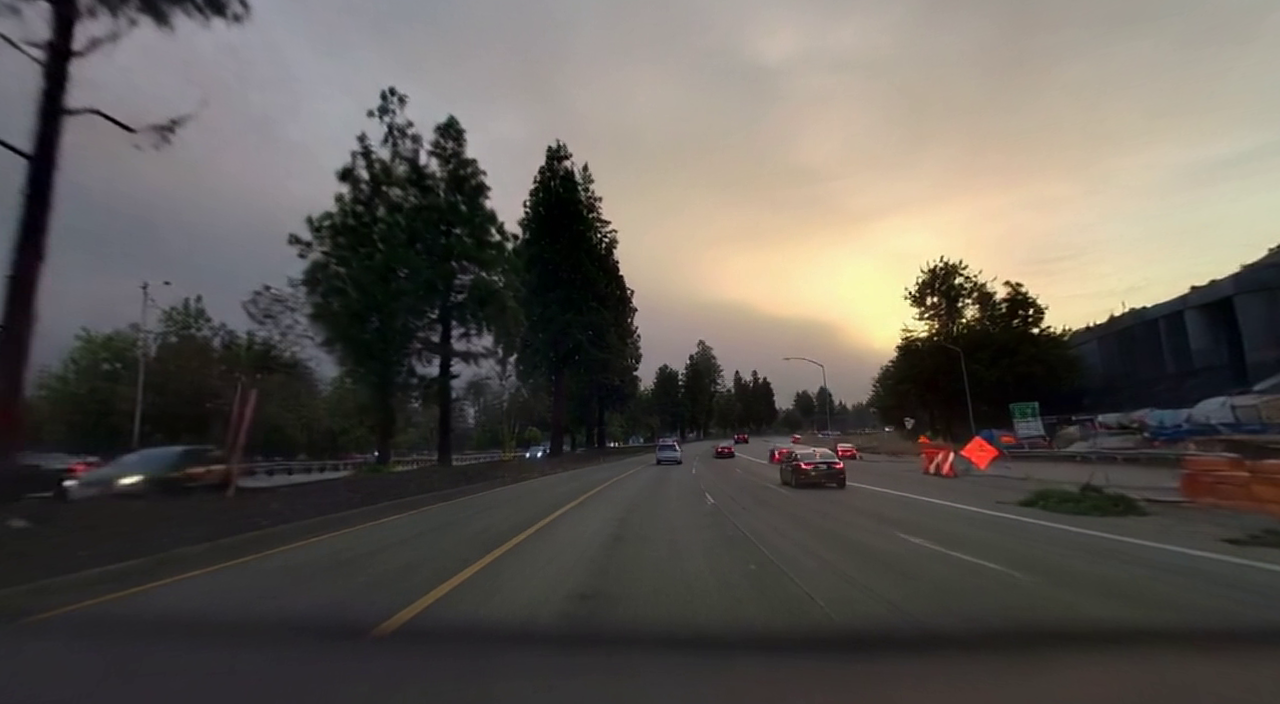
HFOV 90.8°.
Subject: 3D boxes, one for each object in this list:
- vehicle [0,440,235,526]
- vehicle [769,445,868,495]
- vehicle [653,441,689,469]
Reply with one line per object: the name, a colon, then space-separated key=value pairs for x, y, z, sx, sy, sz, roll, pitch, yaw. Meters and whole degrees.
vehicle: x=-11.982 y=2.957 z=14.848 sx=1.957 sy=1.688 sz=4.315 roll=0 pitch=-9 yaw=1
vehicle: x=5.720 y=3.816 z=20.827 sx=2.044 sy=1.474 sz=4.083 roll=0 pitch=-9 yaw=-1
vehicle: x=1.989 y=6.662 z=41.141 sx=2.201 sy=1.676 sz=4.541 roll=-1 pitch=-9 yaw=2
